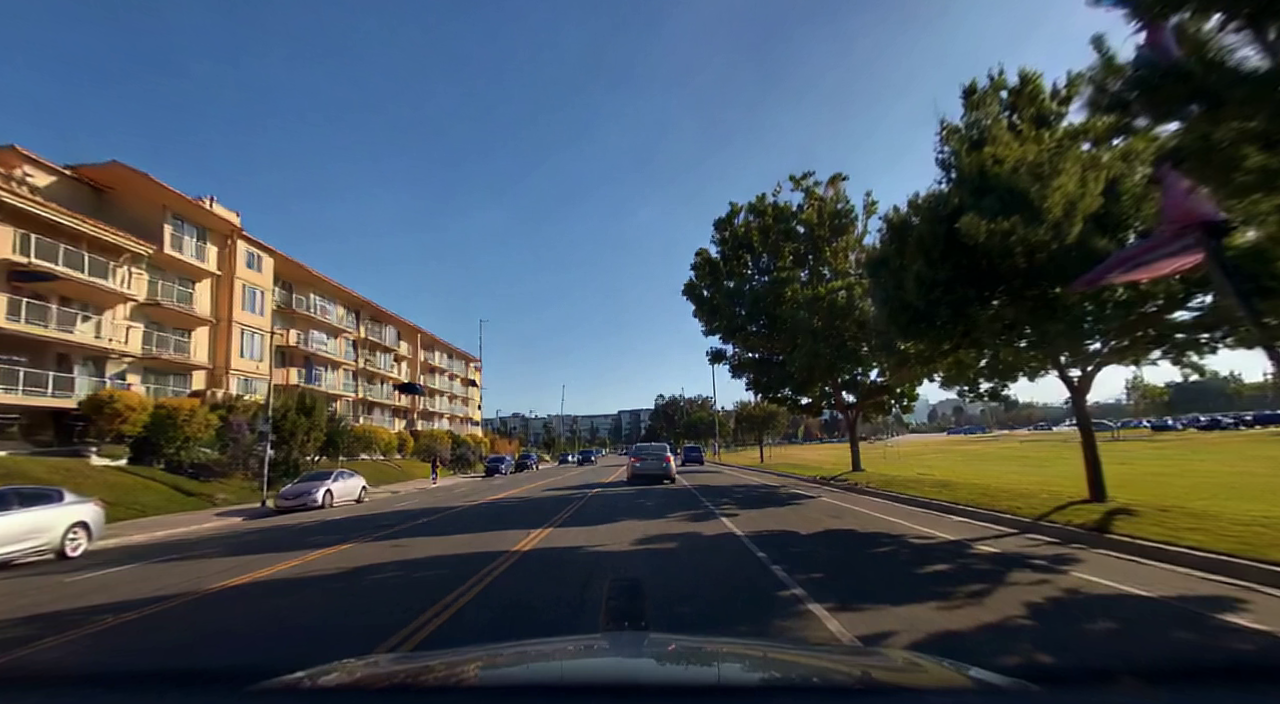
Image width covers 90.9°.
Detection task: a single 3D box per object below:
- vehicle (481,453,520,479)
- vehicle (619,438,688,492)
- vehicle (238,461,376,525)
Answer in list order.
[{"bbox_3d":[-10.080,8.202,45.757,1.932,1.607,4.191,-3,-8,-2],"label":"vehicle"},{"bbox_3d":[0.390,3.772,21.390,2.132,1.632,3.838,0,-9,-1],"label":"vehicle"},{"bbox_3d":[-10.390,4.381,20.068,1.955,1.467,4.467,-7,-9,0],"label":"vehicle"}]
